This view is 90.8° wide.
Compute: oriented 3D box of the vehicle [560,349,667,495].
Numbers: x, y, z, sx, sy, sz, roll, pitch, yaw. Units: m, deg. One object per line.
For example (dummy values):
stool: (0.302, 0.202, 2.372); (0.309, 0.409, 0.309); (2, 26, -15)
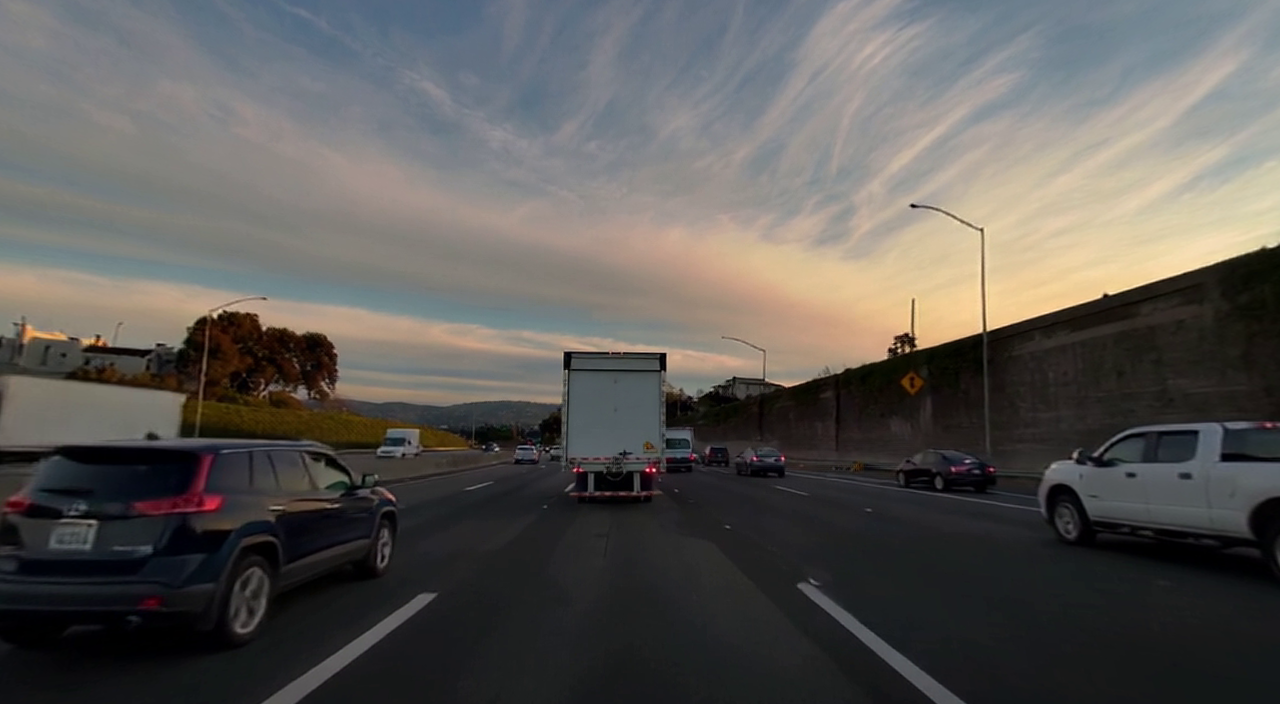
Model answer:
vehicle: (-0.743, 2.723, 22.866); (2.906, 4.040, 10.743); (0, -9, 0)

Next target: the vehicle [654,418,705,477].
vehicle: (2.465, 6.360, 42.218); (2.669, 3.491, 8.645); (0, -9, -1)

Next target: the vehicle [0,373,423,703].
vehicle: (-3.344, 1.220, 4.849); (1.946, 1.641, 4.105); (0, -9, -1)

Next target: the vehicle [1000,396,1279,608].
vehicle: (6.345, 1.436, 6.555); (2.188, 1.731, 5.031); (0, -9, -1)

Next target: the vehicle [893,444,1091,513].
vehicle: (8.624, 3.114, 16.189); (2.002, 1.472, 4.950); (0, -9, -3)

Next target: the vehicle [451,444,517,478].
vehicle: (-7.345, 5.170, 30.248); (1.973, 1.471, 4.779); (0, -9, -1)

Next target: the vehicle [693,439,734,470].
vehicle: (5.458, 7.674, 47.455); (2.297, 2.116, 5.052); (0, -9, -2)

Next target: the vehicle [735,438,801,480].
vehicle: (6.188, 5.232, 31.062); (2.070, 1.888, 4.546); (0, -9, -3)
